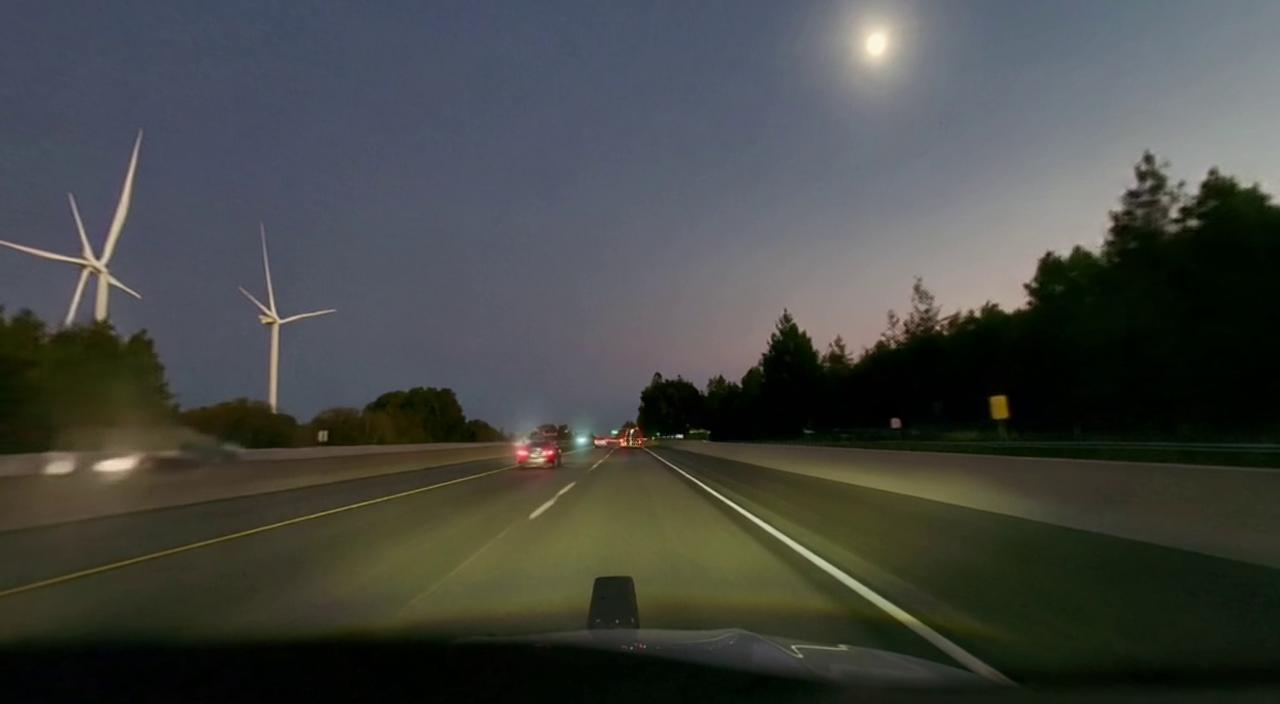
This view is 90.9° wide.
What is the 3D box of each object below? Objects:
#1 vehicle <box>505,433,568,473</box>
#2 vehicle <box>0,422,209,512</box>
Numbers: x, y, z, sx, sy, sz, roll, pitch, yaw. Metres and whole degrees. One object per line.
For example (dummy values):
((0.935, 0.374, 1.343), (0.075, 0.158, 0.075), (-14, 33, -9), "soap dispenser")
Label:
((-4.200, 4.132, 26.113), (1.950, 1.511, 3.965), (0, -8, 0), "vehicle")
((-12.665, 2.575, 14.690), (1.999, 1.752, 4.588), (0, -8, -1), "vehicle")
